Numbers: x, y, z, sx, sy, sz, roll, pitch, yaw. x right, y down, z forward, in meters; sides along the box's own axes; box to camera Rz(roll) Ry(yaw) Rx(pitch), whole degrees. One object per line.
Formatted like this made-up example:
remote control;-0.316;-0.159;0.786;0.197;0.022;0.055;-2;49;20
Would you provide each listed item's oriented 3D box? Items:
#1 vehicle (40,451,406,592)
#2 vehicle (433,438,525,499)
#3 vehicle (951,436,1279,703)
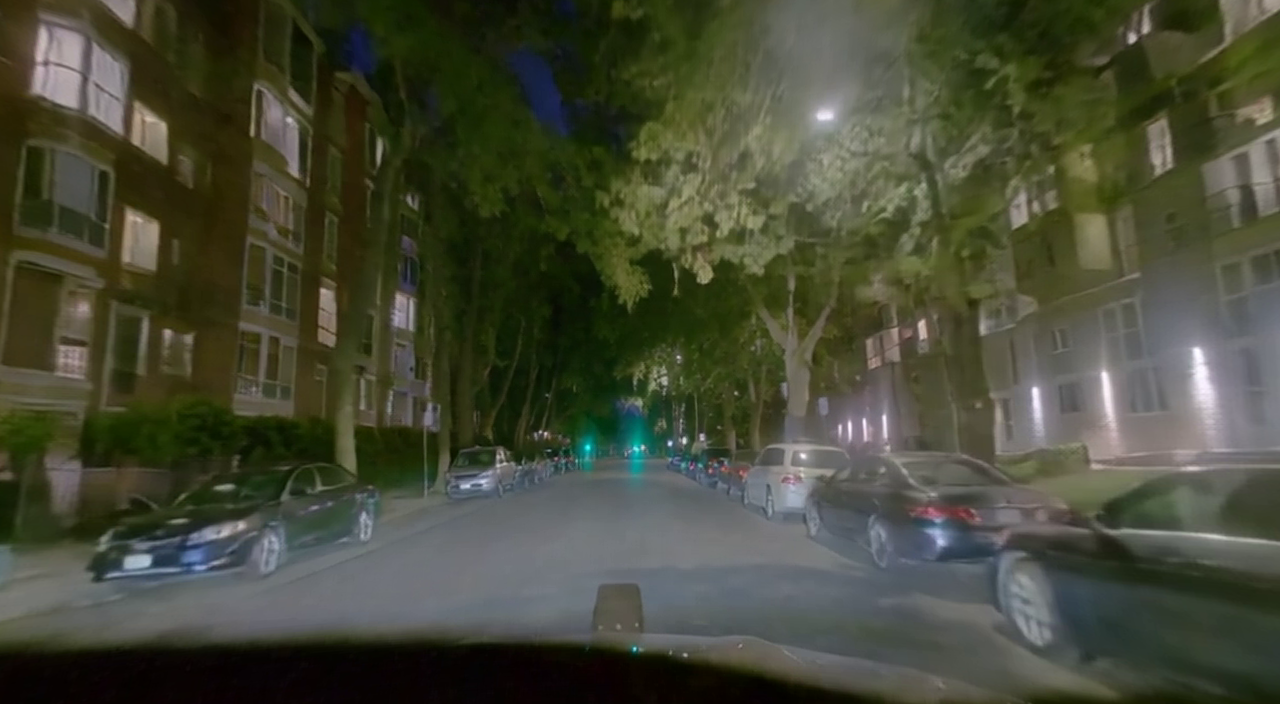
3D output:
vehicle;-5.255;2.157;8.977;2.080;1.458;4.511;0;-9;0
vehicle;-5.484;4.037;22.213;2.069;1.881;4.697;0;-9;-1
vehicle;3.643;1.135;2.898;1.881;1.460;4.737;0;-9;-2
